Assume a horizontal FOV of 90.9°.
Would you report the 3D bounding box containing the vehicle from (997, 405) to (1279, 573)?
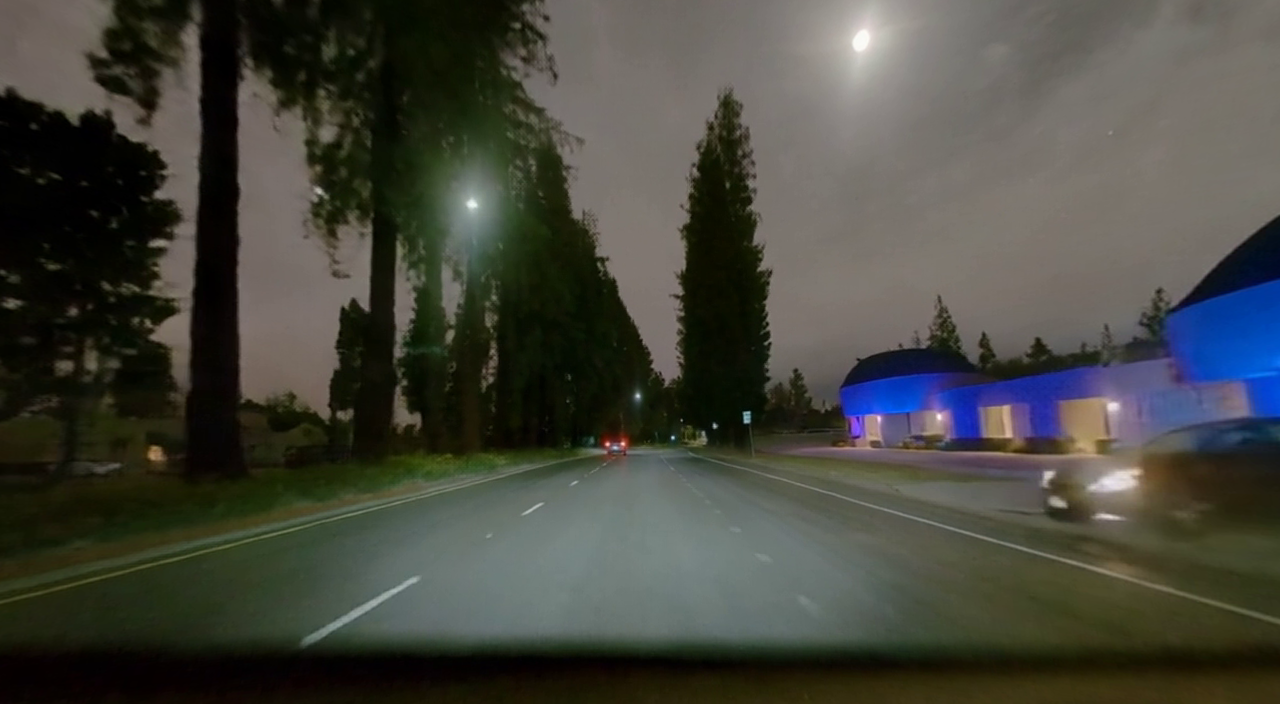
[{"bbox_3d":[6.617,1.360,6.596,4.575,1.514,1.932,-3,-9,15],"label":"vehicle"}]
